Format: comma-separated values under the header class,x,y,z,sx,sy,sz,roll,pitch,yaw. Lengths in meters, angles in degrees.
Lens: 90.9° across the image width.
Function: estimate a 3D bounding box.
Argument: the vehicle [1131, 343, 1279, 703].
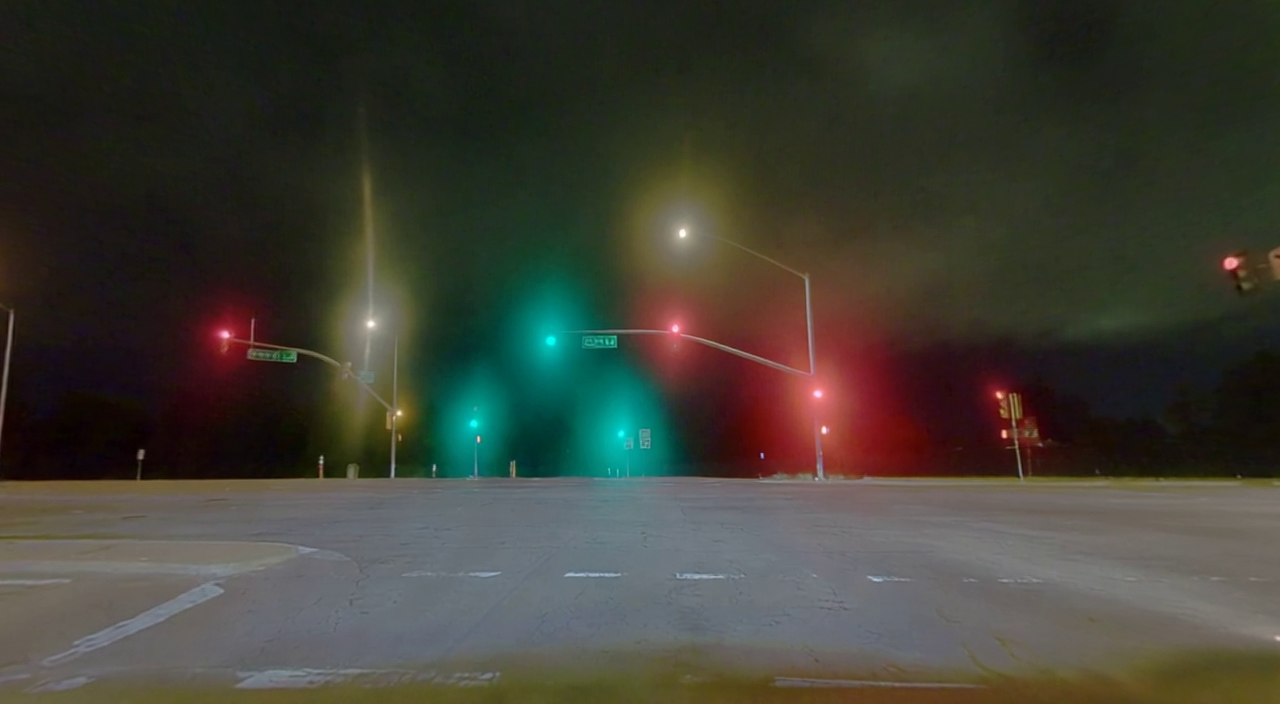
class,x,y,z,sx,sy,sz,roll,pitch,yaw
vehicle,3.058,0.566,0.541,1.938,1.648,4.211,-1,-8,2
